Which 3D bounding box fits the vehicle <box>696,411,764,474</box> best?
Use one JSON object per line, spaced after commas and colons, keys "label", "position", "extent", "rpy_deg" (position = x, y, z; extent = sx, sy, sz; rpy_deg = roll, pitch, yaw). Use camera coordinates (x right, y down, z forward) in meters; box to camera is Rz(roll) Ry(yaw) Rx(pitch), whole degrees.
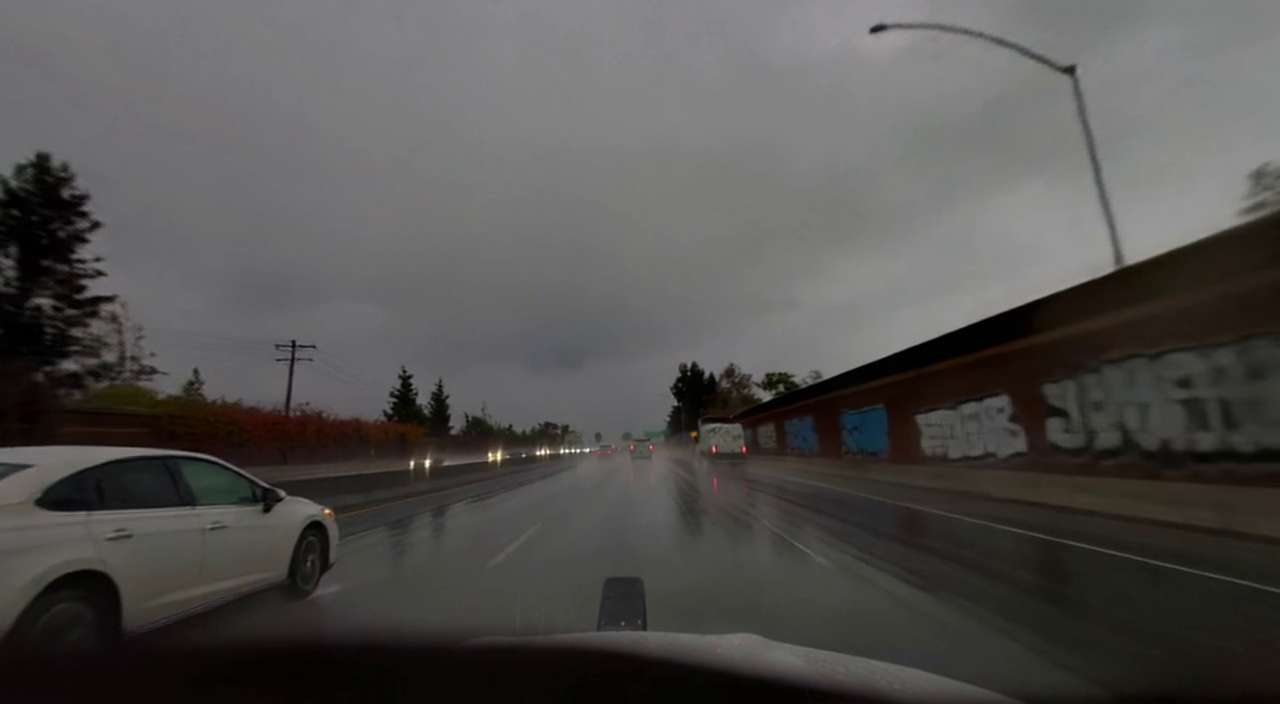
{"label": "vehicle", "position": [4.504, 4.739, 32.894], "extent": [2.549, 2.931, 6.310], "rpy_deg": [0, -9, 0]}

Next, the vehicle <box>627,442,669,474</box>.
{"label": "vehicle", "position": [0.404, 5.364, 32.126], "extent": [2.009, 1.506, 4.091], "rpy_deg": [0, -9, 0]}

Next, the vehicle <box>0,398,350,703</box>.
{"label": "vehicle", "position": [-3.655, 1.060, 3.456], "extent": [2.023, 1.444, 4.379], "rpy_deg": [0, -9, 0]}
